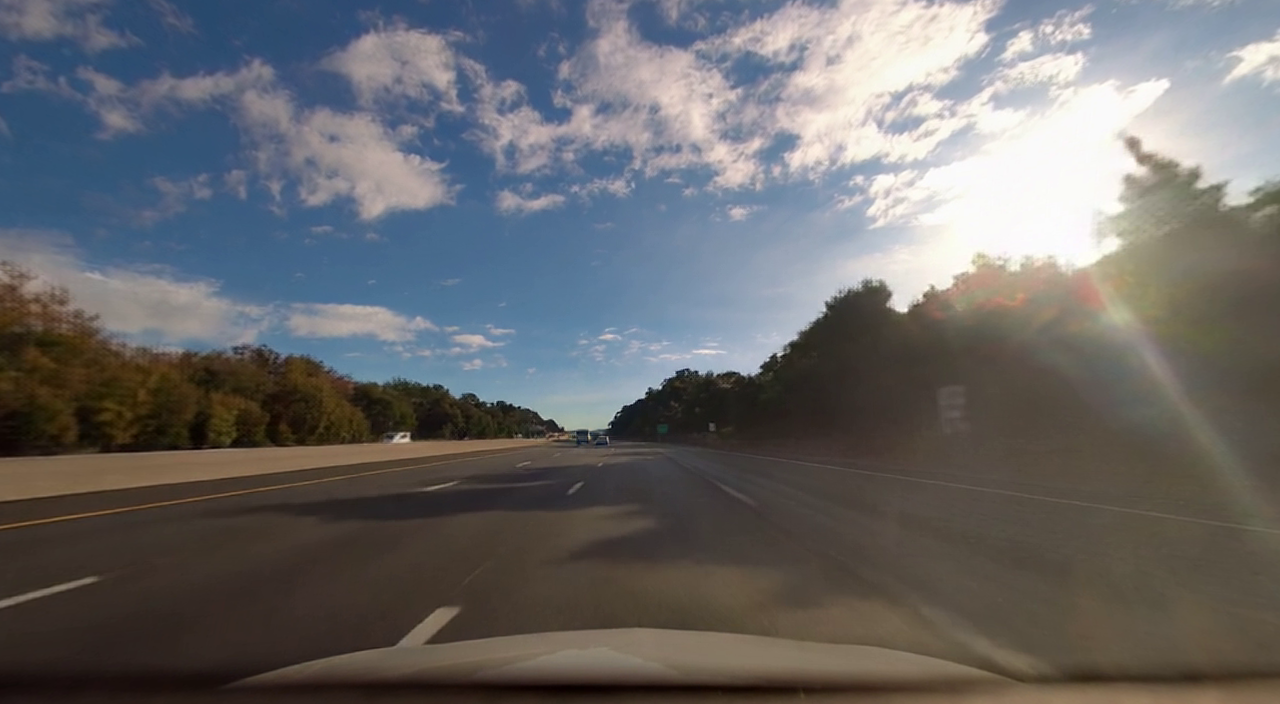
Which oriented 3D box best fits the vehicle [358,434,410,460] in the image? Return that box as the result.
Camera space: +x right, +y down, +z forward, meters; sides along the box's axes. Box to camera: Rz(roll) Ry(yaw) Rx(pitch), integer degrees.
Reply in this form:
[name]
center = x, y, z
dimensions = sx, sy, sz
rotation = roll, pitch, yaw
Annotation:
[vehicle]
center = -19.665, 7.290, 48.490
dimensions = 2.079, 1.881, 4.761
rotation = 0, -8, -1
